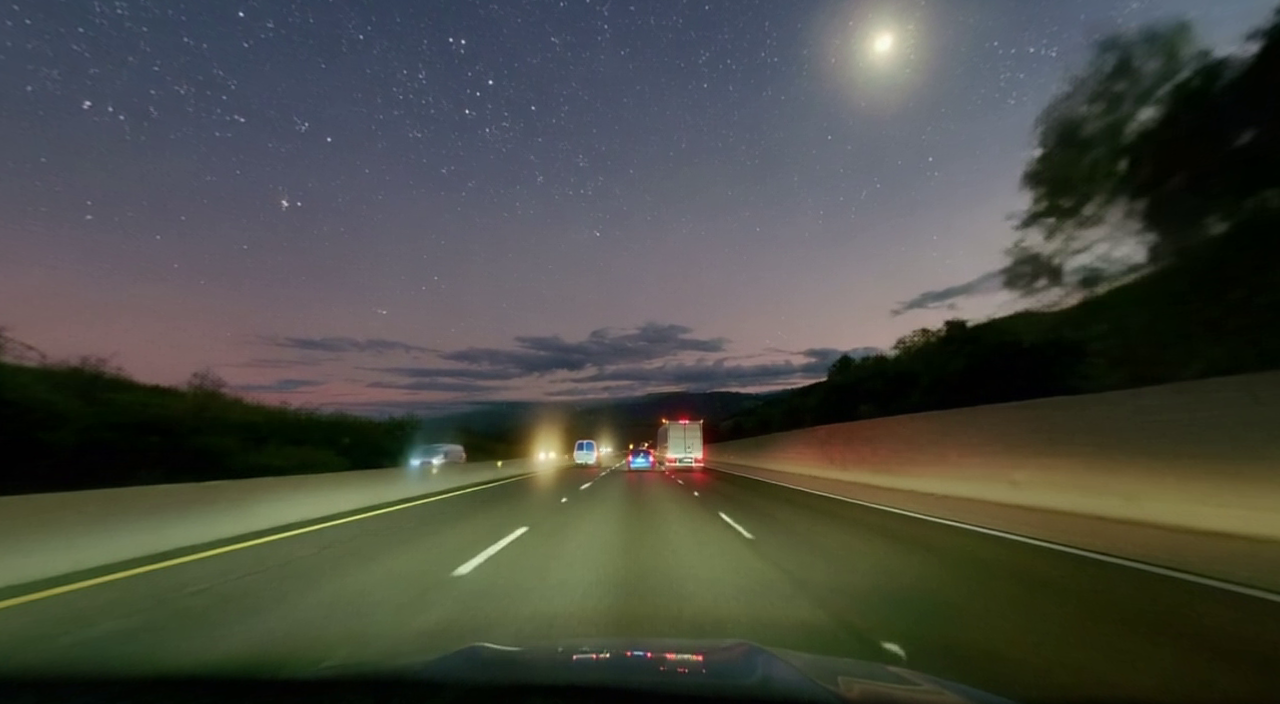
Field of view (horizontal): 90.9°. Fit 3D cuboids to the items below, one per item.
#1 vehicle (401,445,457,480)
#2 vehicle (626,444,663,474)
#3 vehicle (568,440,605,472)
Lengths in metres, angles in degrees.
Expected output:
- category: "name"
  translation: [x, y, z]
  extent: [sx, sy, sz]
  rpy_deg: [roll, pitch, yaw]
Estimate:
- category: "vehicle"
  translation: [-16.218, 8.516, 48.847]
  extent: [2.308, 2.449, 5.847]
  rpy_deg: [0, -9, 0]
- category: "vehicle"
  translation: [0.313, 6.637, 39.281]
  extent: [2.166, 1.747, 4.299]
  rpy_deg: [0, -9, 1]
- category: "vehicle"
  translation: [-3.592, 7.109, 43.175]
  extent: [1.955, 2.004, 4.792]
  rpy_deg: [-1, -9, 1]
